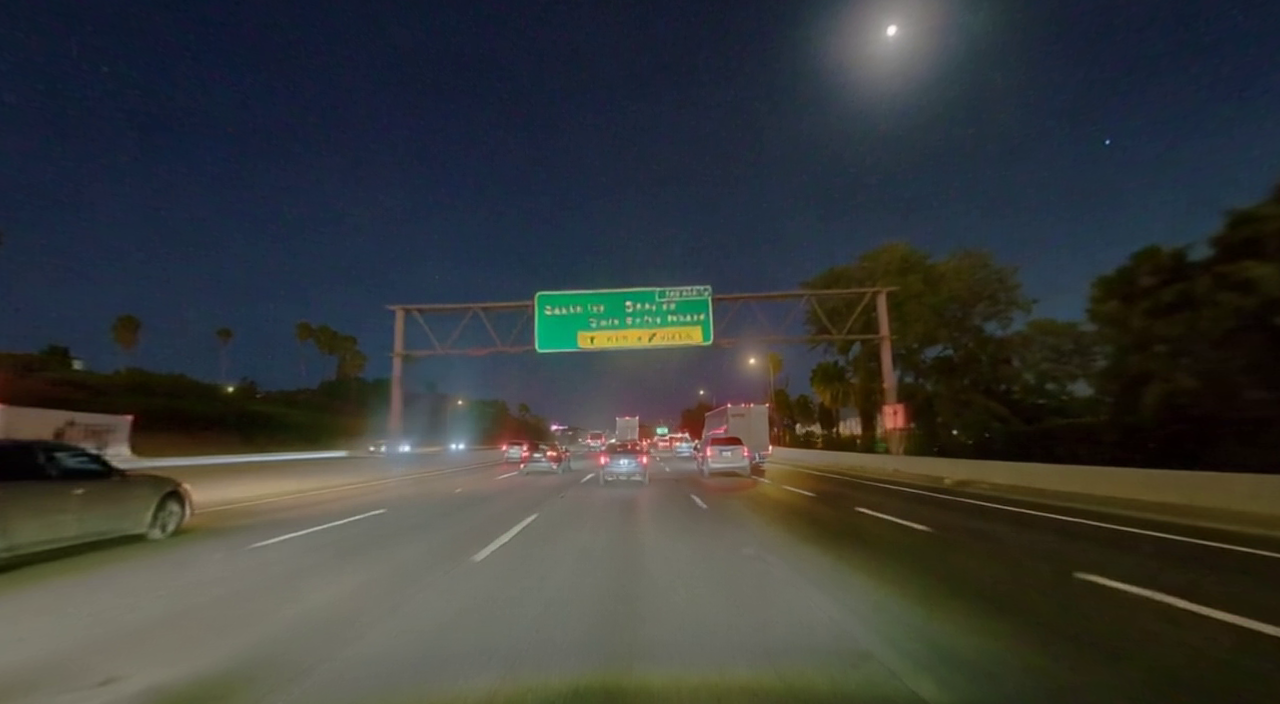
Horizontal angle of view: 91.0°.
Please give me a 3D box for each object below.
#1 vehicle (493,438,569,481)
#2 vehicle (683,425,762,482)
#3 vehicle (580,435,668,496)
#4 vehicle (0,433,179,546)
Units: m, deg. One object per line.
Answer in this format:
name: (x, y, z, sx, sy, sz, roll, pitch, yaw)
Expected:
vehicle: (-3.938, 3.963, 23.494, 1.998, 1.423, 4.436, 0, -8, 0)
vehicle: (2.930, 3.723, 23.345, 2.173, 1.870, 4.499, 0, -8, -2)
vehicle: (-0.391, 3.055, 17.341, 2.136, 1.470, 3.971, 0, -8, 0)
vehicle: (-9.465, 1.931, 9.076, 2.015, 1.469, 4.938, 0, -8, -2)
